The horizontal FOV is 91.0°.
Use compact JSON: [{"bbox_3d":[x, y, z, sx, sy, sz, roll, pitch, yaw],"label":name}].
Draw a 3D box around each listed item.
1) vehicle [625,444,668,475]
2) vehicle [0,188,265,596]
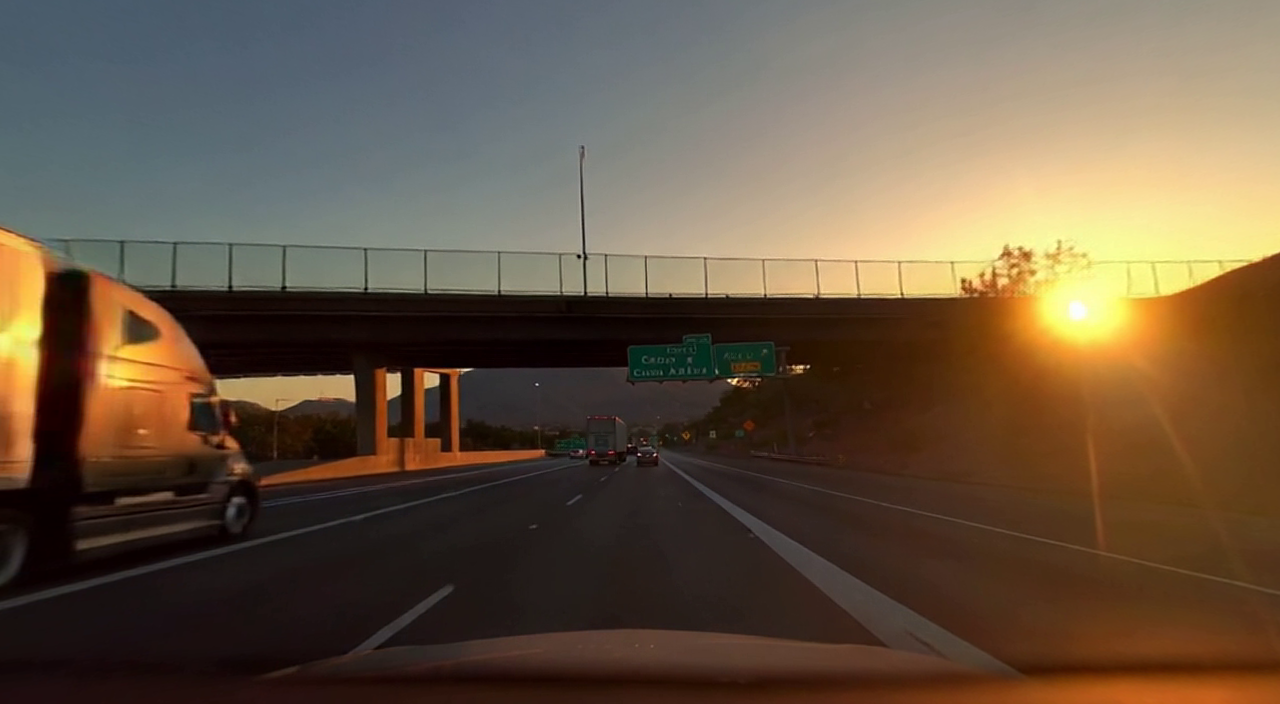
[{"bbox_3d":[0.284,5.593,32.934,2.066,1.469,4.050,0,-9,-1],"label":"vehicle"},{"bbox_3d":[-7.588,0.127,4.282,3.067,3.804,11.136,0,-9,1],"label":"vehicle"}]
